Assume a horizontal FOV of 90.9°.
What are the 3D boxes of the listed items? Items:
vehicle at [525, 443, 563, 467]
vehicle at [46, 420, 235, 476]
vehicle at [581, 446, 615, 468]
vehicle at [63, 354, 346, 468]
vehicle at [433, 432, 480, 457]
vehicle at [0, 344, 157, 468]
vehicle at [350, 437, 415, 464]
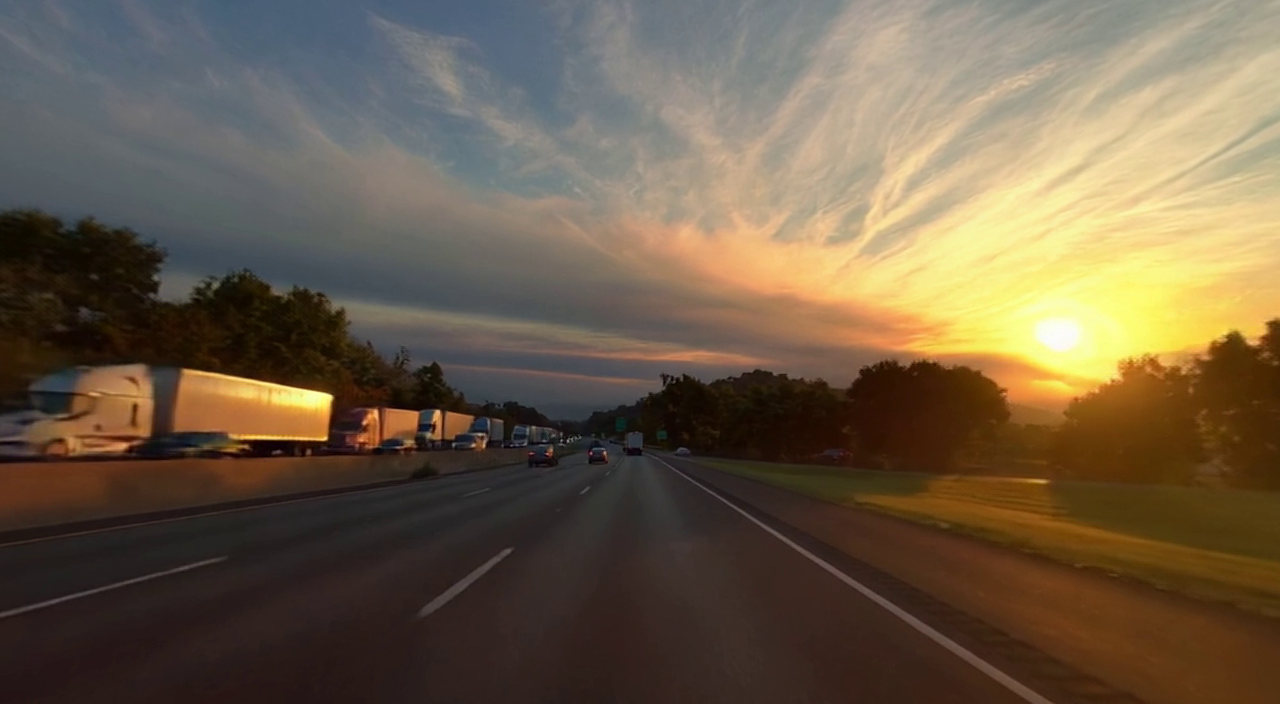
[{"bbox_3d":[-7.227,7.815,47.887,2.122,1.685,4.714,0,-9,0],"label":"vehicle"},{"bbox_3d":[-14.360,2.834,18.547,2.014,1.444,4.352,0,-9,-1],"label":"vehicle"},{"bbox_3d":[-3.011,7.652,46.058,2.076,1.453,4.094,0,-9,2],"label":"vehicle"},{"bbox_3d":[-18.508,3.163,29.175,2.834,3.974,14.371,0,-9,0],"label":"vehicle"},{"bbox_3d":[-14.069,7.185,48.572,2.133,1.816,5.142,0,-9,-1],"label":"vehicle"},{"bbox_3d":[-18.473,1.816,20.626,2.963,3.801,2.502,0,-9,0],"label":"vehicle"},{"bbox_3d":[-14.321,5.515,35.335,1.841,1.428,4.119,0,-9,1],"label":"vehicle"}]
